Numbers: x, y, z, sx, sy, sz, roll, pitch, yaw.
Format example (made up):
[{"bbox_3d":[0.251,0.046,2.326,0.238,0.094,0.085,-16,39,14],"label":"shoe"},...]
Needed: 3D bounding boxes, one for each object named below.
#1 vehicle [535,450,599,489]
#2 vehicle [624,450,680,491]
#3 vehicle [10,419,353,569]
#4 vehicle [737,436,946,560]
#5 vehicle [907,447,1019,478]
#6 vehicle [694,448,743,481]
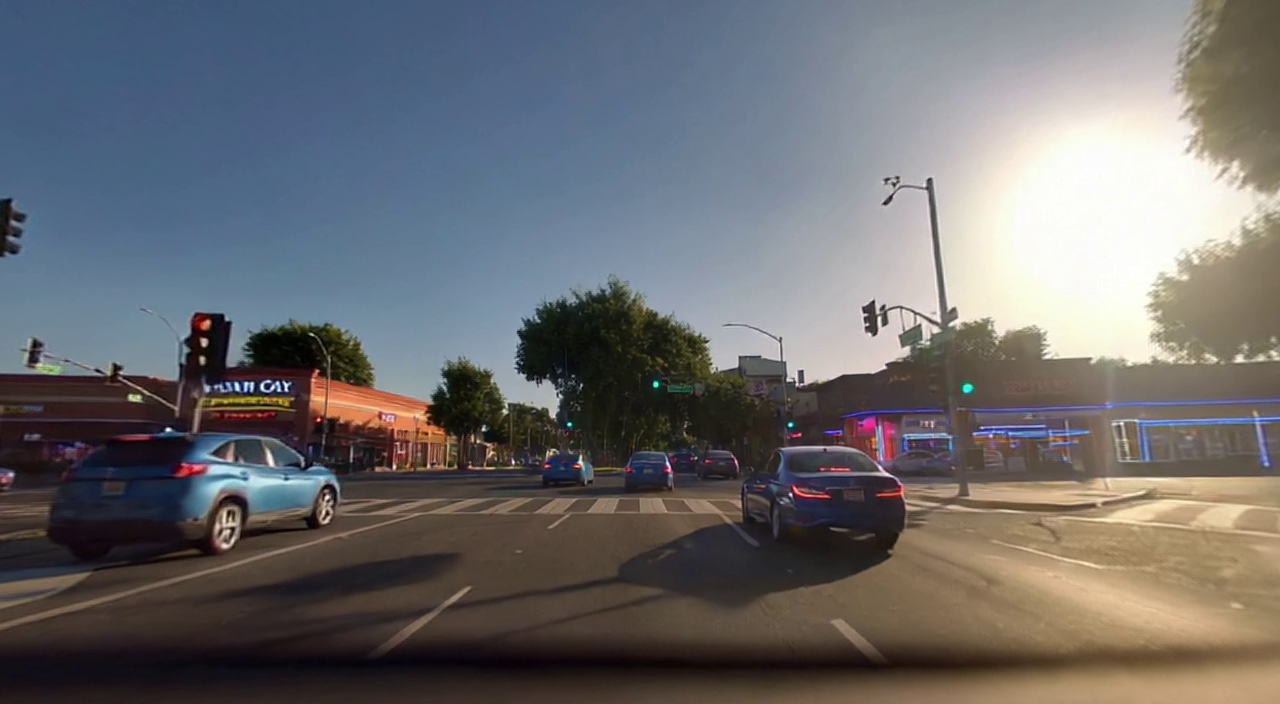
[{"bbox_3d":[-3.063,5.021,27.264,2.040,1.471,4.211,-1,-8,3],"label":"vehicle"},{"bbox_3d":[0.457,4.711,25.467,2.070,1.460,4.118,0,-8,1],"label":"vehicle"},{"bbox_3d":[-6.624,2.055,9.959,2.058,1.804,4.391,0,-8,0],"label":"vehicle"},{"bbox_3d":[2.837,2.132,9.978,1.946,1.513,4.133,0,-8,0],"label":"vehicle"},{"bbox_3d":[15.799,5.375,30.931,4.481,1.427,1.830,0,-8,-2],"label":"vehicle"},{"bbox_3d":[3.898,5.656,31.999,1.931,1.552,4.125,0,-8,0],"label":"vehicle"}]
